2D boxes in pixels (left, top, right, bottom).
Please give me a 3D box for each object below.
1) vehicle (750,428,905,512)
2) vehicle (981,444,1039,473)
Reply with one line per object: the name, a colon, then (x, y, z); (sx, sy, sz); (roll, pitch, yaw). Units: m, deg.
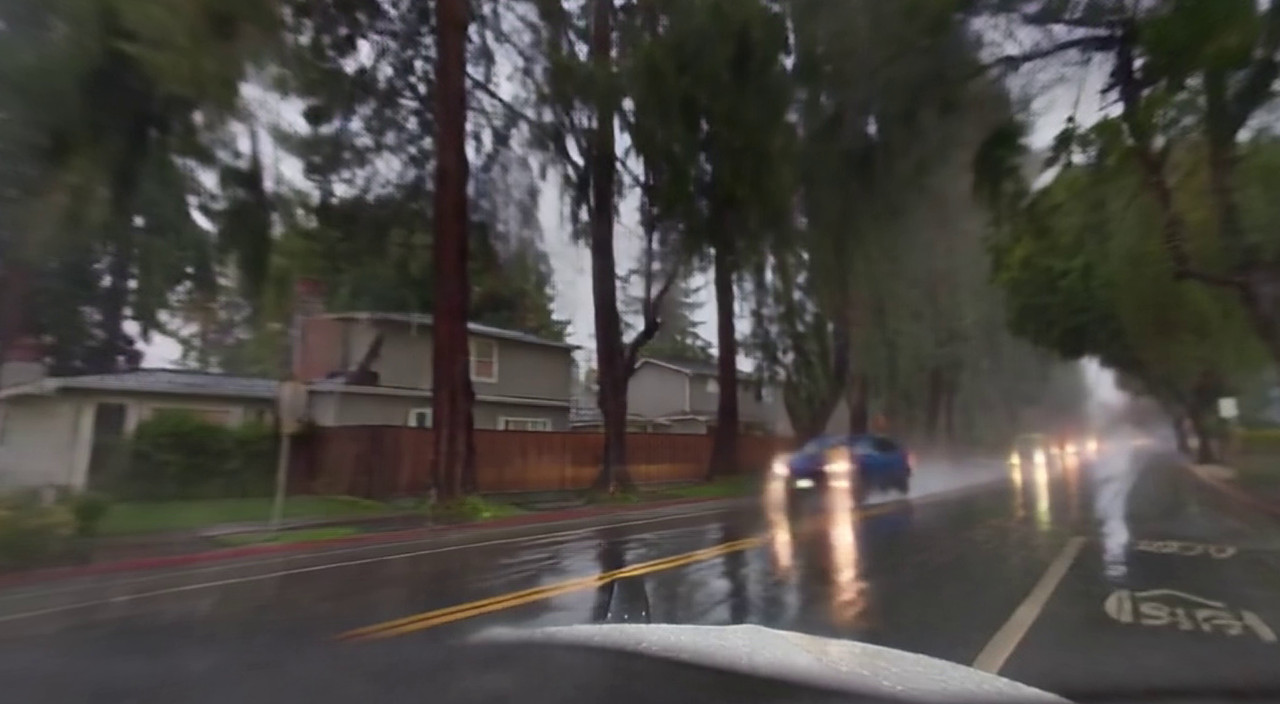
vehicle: (4.954, 2.954, 16.275); (2.089, 1.835, 4.528); (-8, -11, 39)
vehicle: (20.227, 5.763, 34.374); (1.906, 1.498, 4.222); (-8, -11, 40)
